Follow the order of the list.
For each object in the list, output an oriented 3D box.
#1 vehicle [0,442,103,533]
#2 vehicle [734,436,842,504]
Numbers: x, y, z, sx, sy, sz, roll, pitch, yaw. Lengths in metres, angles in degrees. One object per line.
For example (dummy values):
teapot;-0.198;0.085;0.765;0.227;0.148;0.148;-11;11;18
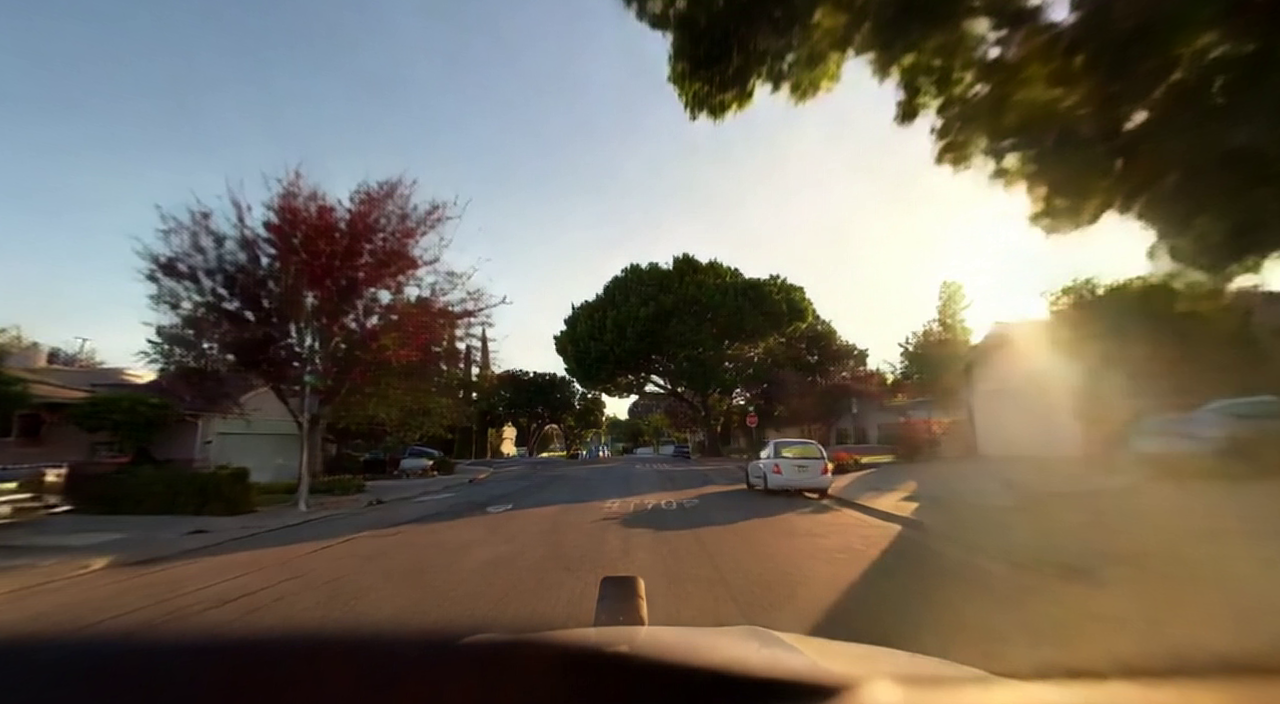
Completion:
vehicle;-12.898;2.375;11.339;4.615;1.491;2.025;0;-9;0
vehicle;3.710;3.024;16.579;1.975;1.528;4.000;0;-9;2
